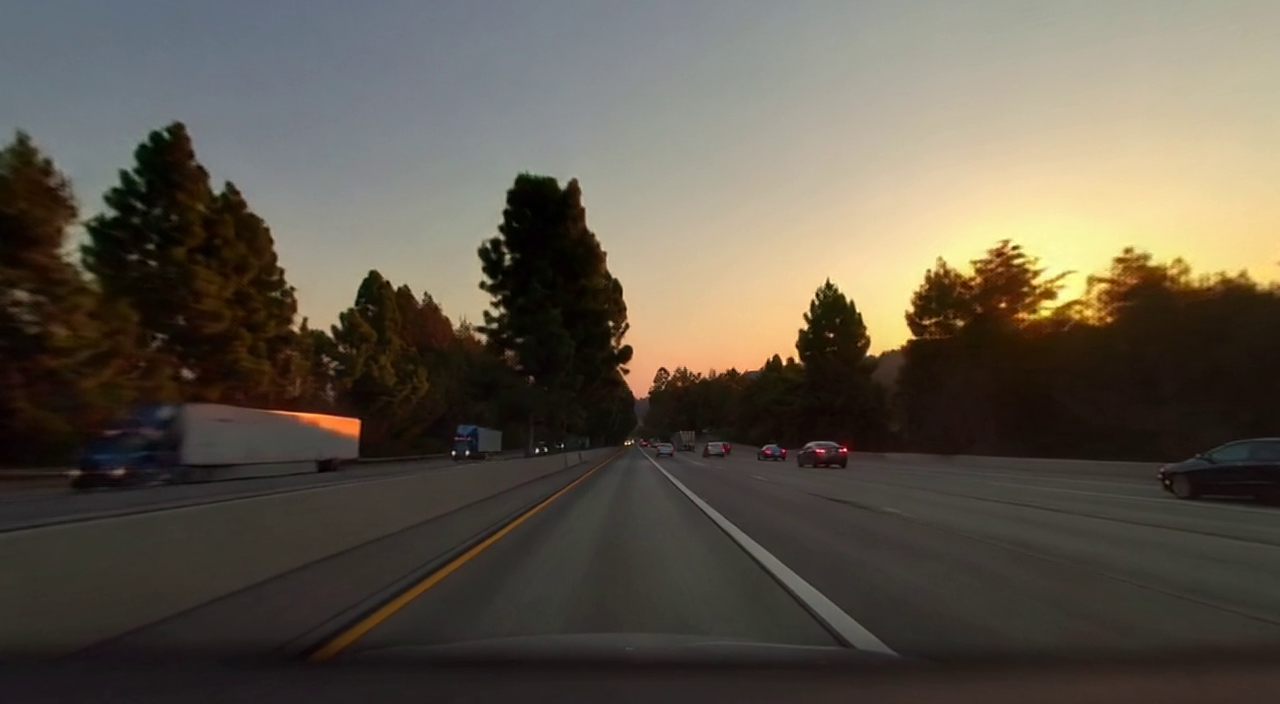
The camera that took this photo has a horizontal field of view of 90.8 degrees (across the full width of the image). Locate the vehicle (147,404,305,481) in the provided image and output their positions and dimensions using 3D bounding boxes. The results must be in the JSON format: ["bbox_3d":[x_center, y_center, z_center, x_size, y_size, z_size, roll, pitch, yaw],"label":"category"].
[{"bbox_3d":[-24.590,5.518,38.490,3.329,4.056,9.372,0,-8,-1],"label":"vehicle"}]

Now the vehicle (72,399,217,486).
[{"bbox_3d":[-24.381,4.501,31.444,3.265,3.955,4.517,0,-8,-1],"label":"vehicle"}]

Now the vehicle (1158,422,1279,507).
[{"bbox_3d":[13.922,2.372,13.460,1.957,1.709,4.387,0,-8,-1],"label":"vehicle"}]

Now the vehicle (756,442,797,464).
[{"bbox_3d":[10.049,7.459,46.798,1.931,1.479,4.183,0,-8,-2],"label":"vehicle"}]

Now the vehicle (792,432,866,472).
[{"bbox_3d":[9.252,4.967,31.404,2.098,1.820,4.505,0,-8,-3],"label":"vehicle"}]

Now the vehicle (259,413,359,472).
[{"bbox_3d":[-24.800,6.870,48.022,2.858,4.053,8.915,0,-8,-1],"label":"vehicle"}]
